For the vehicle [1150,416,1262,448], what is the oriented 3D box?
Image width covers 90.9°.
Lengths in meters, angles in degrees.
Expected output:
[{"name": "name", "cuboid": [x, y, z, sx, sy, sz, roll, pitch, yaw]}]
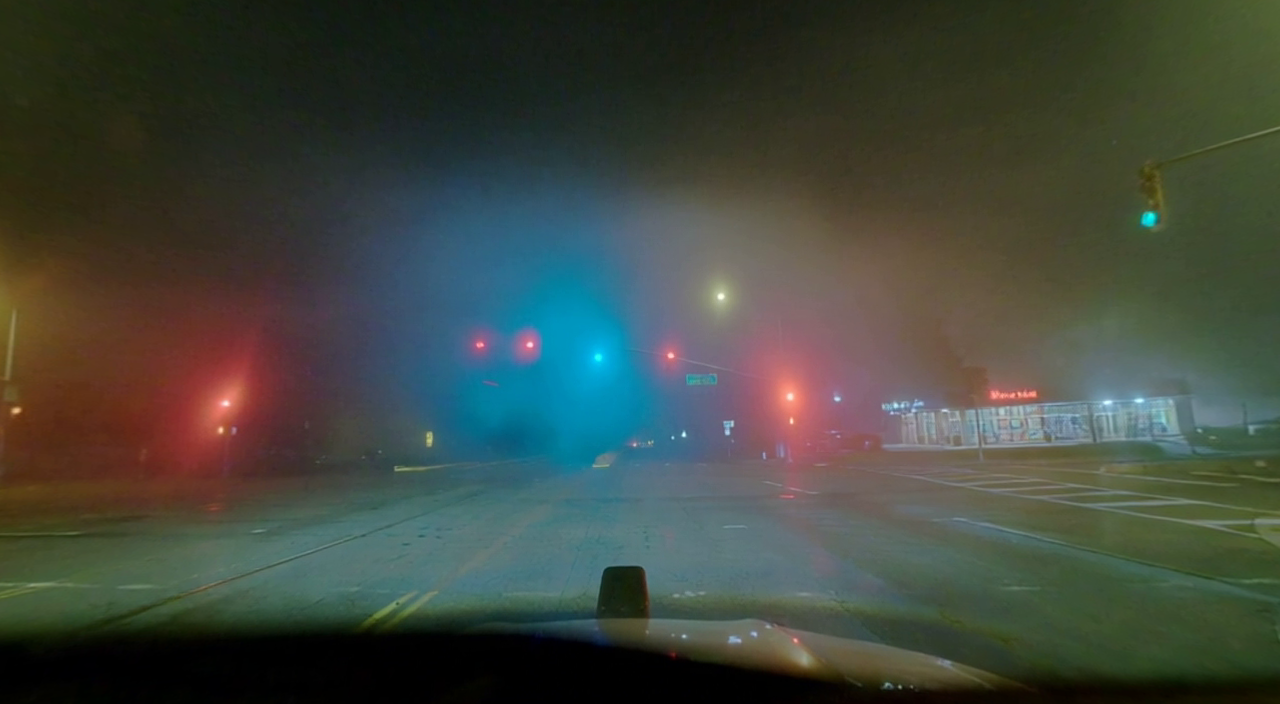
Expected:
[{"name": "vehicle", "cuboid": [28.291, 4.072, 31.706, 1.799, 1.459, 4.266, -1, -8, 3]}]
